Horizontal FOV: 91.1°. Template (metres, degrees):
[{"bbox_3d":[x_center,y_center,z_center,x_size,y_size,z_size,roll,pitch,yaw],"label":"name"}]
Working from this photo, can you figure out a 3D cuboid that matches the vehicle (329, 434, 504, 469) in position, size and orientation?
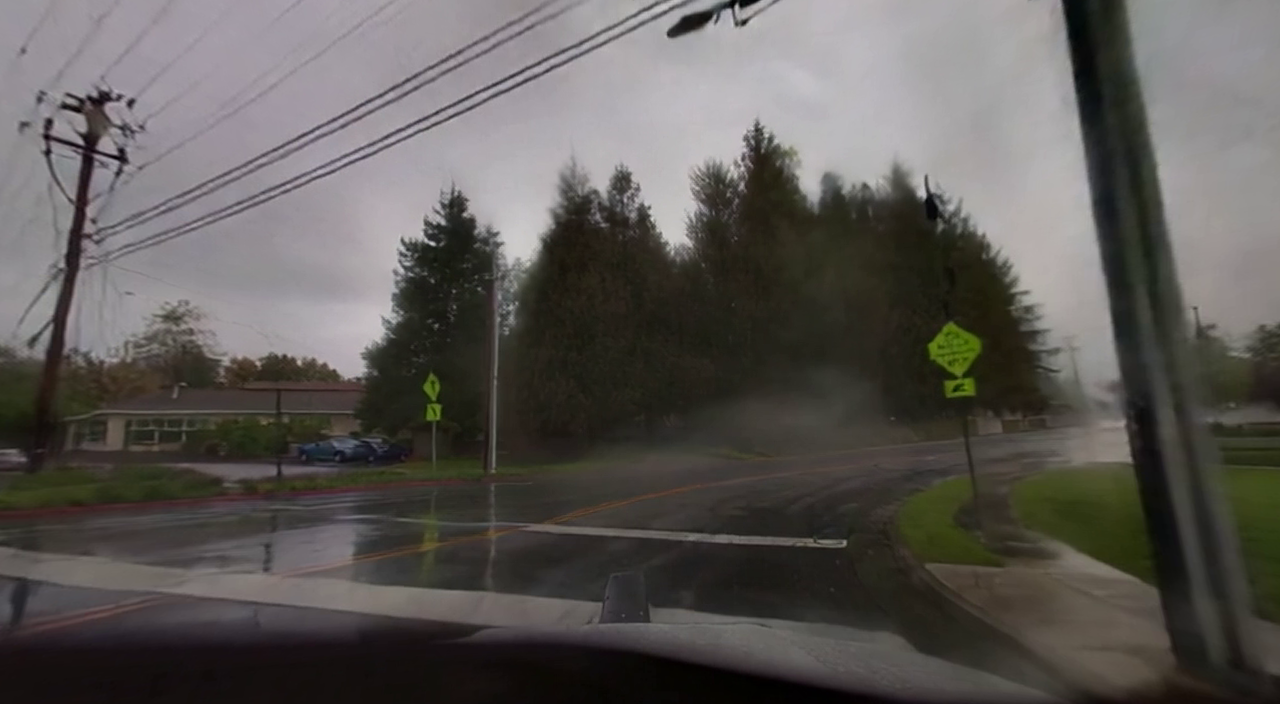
[{"bbox_3d":[-17.061,7.764,49.411,2.837,2.354,12.960,-8,-11,43],"label":"vehicle"}]
